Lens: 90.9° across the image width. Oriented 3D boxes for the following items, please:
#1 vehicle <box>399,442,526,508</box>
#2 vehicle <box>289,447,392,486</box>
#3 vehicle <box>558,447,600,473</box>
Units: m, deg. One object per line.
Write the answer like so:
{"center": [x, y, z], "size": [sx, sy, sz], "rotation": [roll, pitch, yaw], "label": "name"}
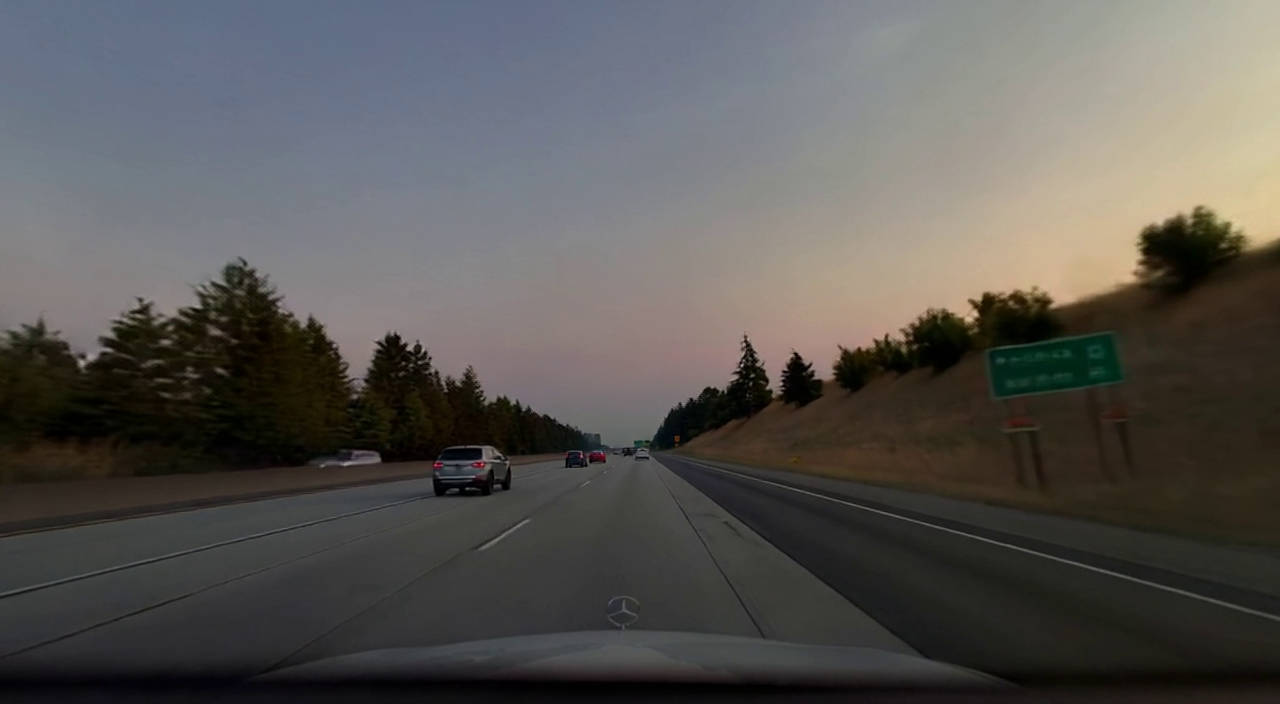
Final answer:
{"center": [-4.503, 3.190, 16.816], "size": [1.975, 1.501, 4.603], "rotation": [0, -9, 1], "label": "vehicle"}
{"center": [-13.470, 5.161, 28.817], "size": [2.009, 1.590, 5.425], "rotation": [0, -9, 0], "label": "vehicle"}
{"center": [-3.537, 6.355, 37.223], "size": [2.005, 1.474, 3.921], "rotation": [0, -9, 1], "label": "vehicle"}
